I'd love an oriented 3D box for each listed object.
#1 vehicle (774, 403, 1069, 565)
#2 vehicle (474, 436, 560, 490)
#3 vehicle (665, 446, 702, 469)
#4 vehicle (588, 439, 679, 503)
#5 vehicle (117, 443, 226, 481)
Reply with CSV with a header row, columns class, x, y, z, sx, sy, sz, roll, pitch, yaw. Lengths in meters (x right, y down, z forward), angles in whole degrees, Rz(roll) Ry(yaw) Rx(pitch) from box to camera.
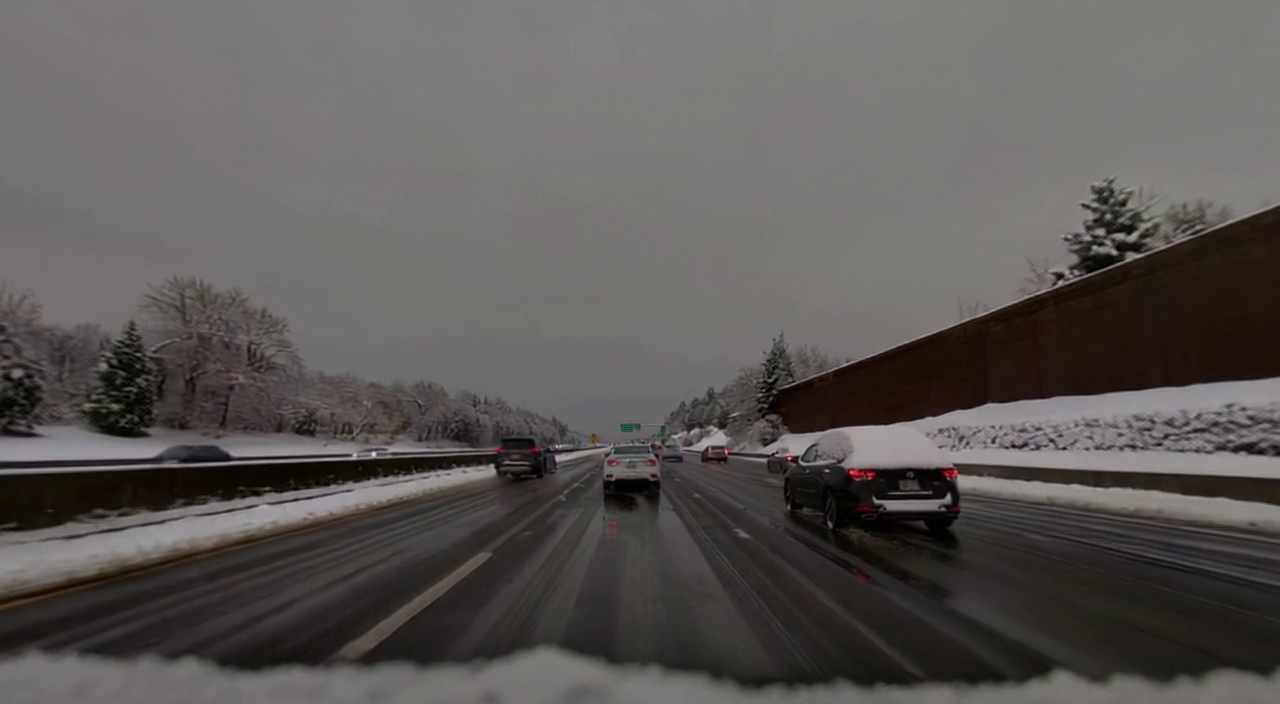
class,x,y,z,sx,sy,sz,roll,pitch,yaw
vehicle,3.651,1.822,9.472,2.162,1.800,4.693,0,-9,-1
vehicle,-4.429,4.088,23.591,2.218,1.776,5.031,0,-8,0
vehicle,2.989,7.330,44.094,1.998,1.490,4.296,0,-9,-3
vehicle,-0.207,3.069,16.712,2.098,1.475,3.997,0,-8,-2
vehicle,-21.726,5.087,29.535,1.843,1.590,4.344,0,-9,-2
